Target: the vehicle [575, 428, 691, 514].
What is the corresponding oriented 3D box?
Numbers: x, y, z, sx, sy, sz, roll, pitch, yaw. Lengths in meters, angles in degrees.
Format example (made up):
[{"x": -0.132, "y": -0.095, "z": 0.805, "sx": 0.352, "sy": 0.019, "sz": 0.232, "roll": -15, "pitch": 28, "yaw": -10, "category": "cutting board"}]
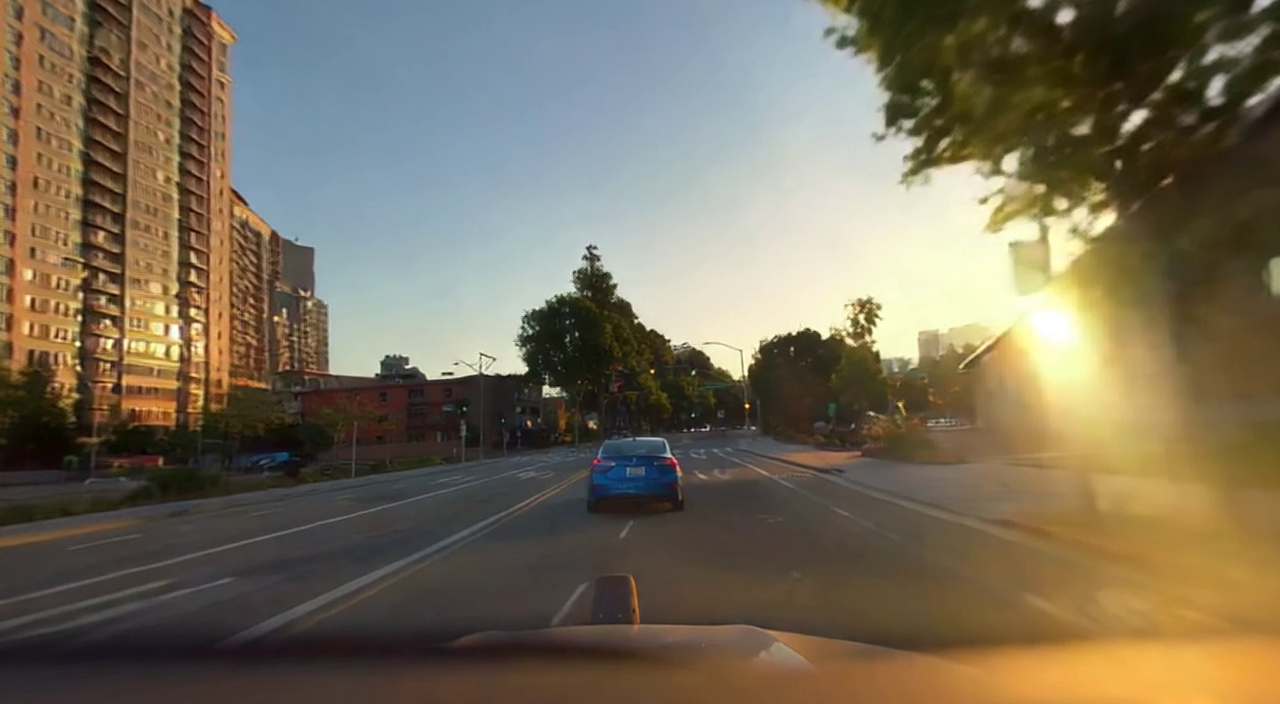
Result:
[{"x": -0.181, "y": 2.299, "z": 12.735, "sx": 1.950, "sy": 1.401, "sz": 4.159, "roll": 0, "pitch": -8, "yaw": -2, "category": "vehicle"}]
